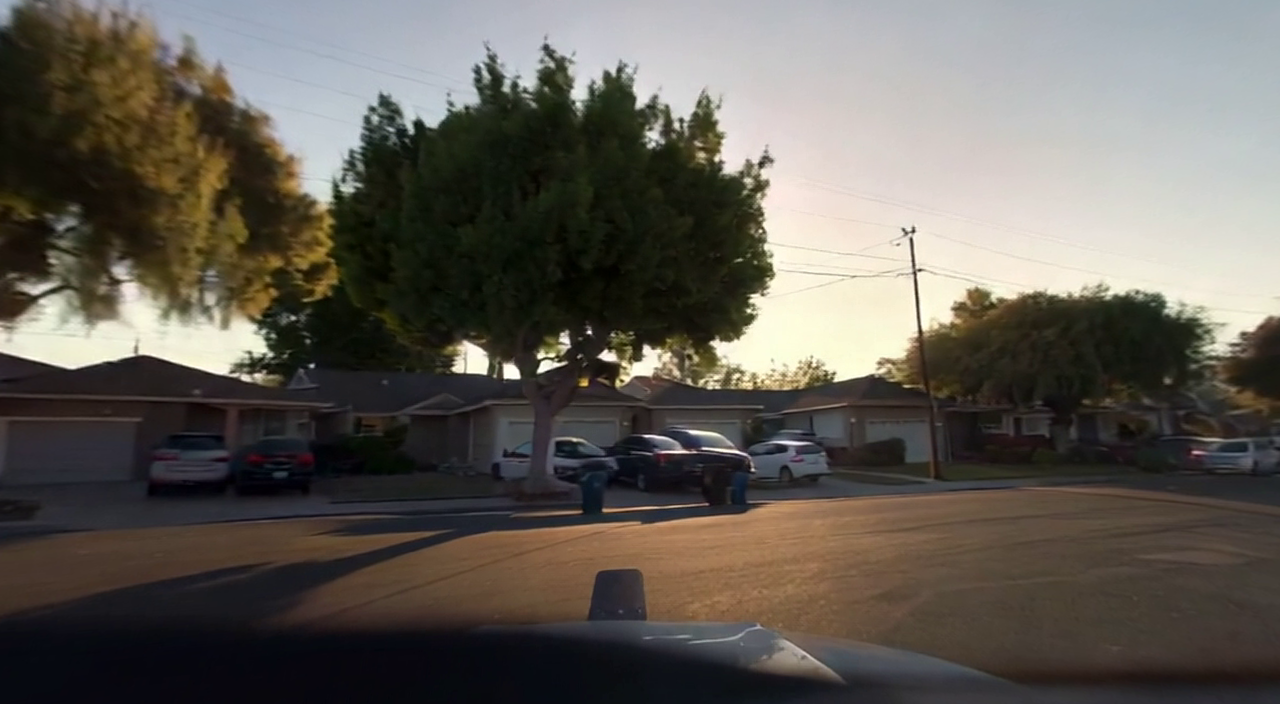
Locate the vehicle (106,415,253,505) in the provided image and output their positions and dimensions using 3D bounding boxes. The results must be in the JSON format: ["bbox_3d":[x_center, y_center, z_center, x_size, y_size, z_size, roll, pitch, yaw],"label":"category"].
[{"bbox_3d":[-12.632,2.870,17.171,2.455,2.018,5.271,8,-11,-42],"label":"vehicle"}]

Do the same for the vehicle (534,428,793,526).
[{"bbox_3d":[0.446,2.545,13.366,5.082,1.789,1.947,2,-9,-17],"label":"vehicle"}]

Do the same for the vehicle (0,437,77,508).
[{"bbox_3d":[-15.084,2.860,15.356,1.833,1.540,3.532,8,-11,-42],"label":"vehicle"}]

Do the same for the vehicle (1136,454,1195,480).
[{"bbox_3d":[32.936,7.191,39.700,1.726,1.416,4.160,-4,-9,24],"label":"vehicle"}]

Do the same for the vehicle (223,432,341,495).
[{"bbox_3d":[-11.176,3.389,19.601,2.160,1.695,4.183,8,-11,-43],"label":"vehicle"}]
